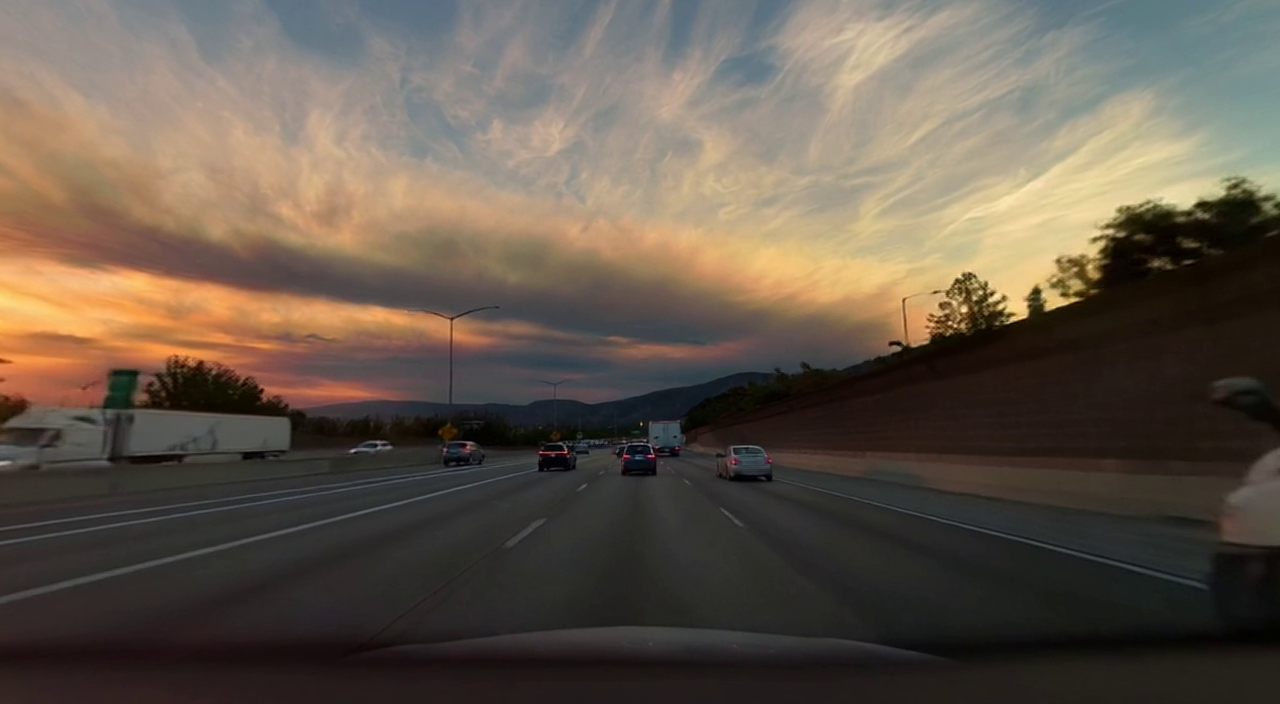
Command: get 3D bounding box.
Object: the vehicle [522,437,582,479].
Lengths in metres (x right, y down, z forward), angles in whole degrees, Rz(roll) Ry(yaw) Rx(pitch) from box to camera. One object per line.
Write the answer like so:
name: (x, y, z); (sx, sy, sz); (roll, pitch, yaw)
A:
vehicle: (-3.831, 4.712, 28.356); (1.988, 1.696, 4.754); (0, -8, 1)

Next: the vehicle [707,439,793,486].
vehicle: (3.793, 3.925, 22.768); (2.146, 1.482, 4.665); (0, -8, -1)

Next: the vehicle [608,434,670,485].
vehicle: (-0.032, 3.987, 23.722); (2.103, 1.717, 4.399); (0, -8, 0)

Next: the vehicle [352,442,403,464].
vehicle: (-19.148, 7.369, 46.212); (2.084, 1.519, 3.662); (0, -8, 2)

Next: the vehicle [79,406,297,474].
vehicle: (-30.656, 6.336, 44.873); (3.101, 3.887, 16.562); (0, -9, 1)

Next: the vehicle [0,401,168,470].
vehicle: (-30.693, 4.667, 34.768); (3.043, 3.332, 7.964); (0, -8, 1)

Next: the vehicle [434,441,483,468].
vehicle: (-12.615, 7.118, 44.183); (1.946, 1.773, 4.446); (0, -9, 1)
